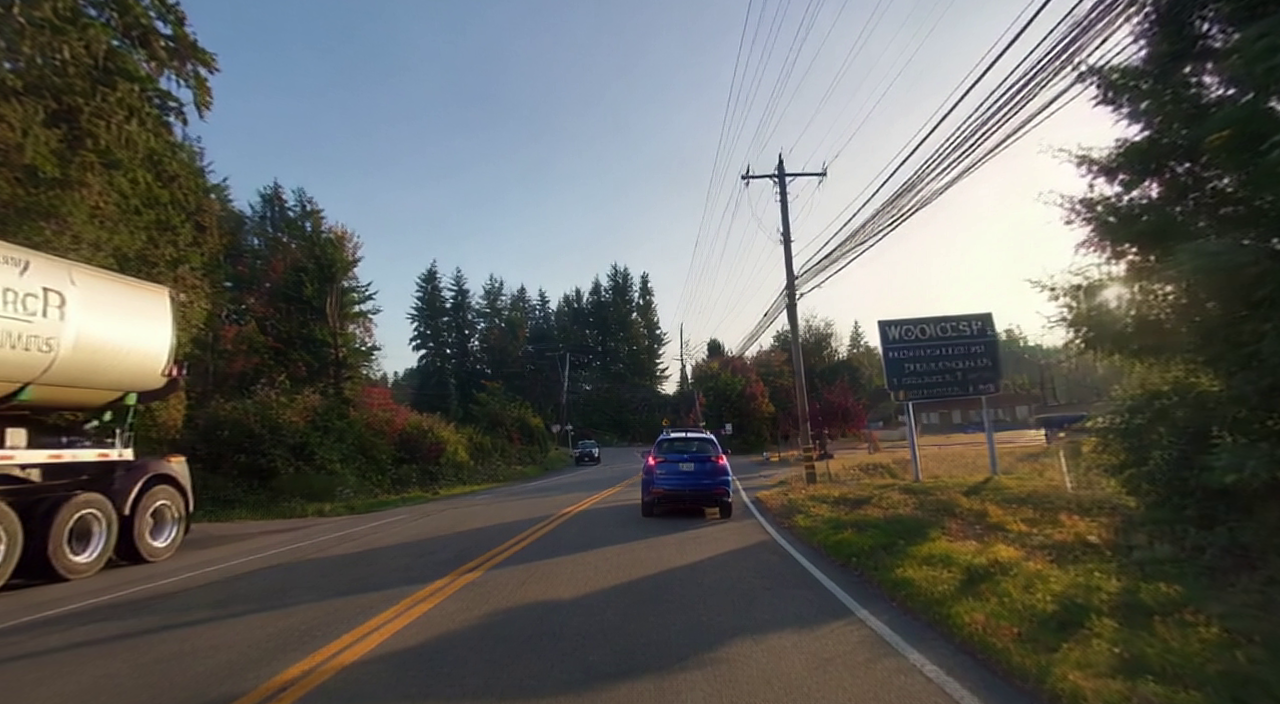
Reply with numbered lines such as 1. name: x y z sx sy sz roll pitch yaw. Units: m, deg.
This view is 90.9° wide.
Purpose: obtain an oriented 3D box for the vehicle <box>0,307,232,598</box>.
1. vehicle: -8.547 1.172 6.188 3.395 3.071 7.634 -7 -6 6

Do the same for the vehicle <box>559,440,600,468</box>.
1. vehicle: -4.824 7.991 49.629 2.668 1.981 5.575 2 -9 -11

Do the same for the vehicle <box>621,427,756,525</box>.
1. vehicle: 0.787 2.207 11.730 2.081 1.503 3.726 0 -8 1
